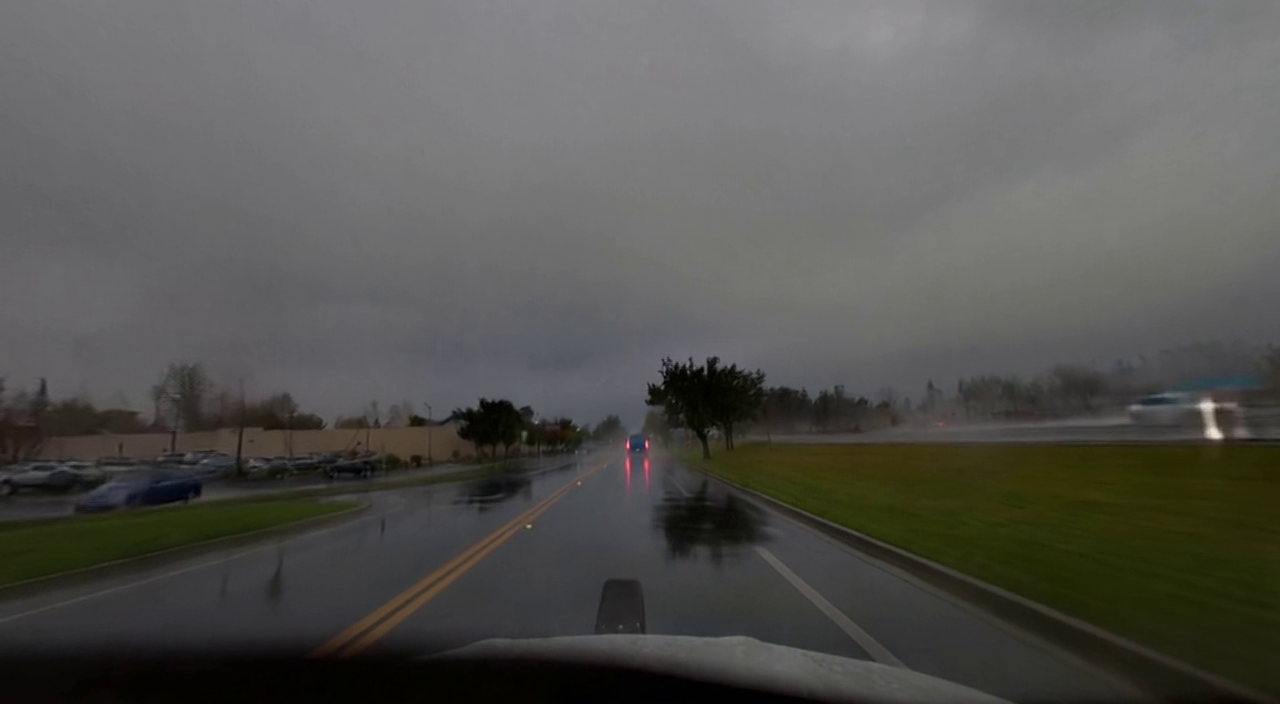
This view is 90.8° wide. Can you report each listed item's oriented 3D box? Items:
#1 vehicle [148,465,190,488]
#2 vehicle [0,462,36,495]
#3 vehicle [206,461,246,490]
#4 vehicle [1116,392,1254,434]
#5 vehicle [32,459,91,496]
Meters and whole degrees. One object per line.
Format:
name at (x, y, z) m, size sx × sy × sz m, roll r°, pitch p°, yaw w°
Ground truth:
vehicle at (-32.060, 8.444, 42.933) m, size 1.747 × 1.468 × 3.972 m, roll 7°, pitch -13°, yaw -42°
vehicle at (-37.806, 7.499, 37.629) m, size 2.047 × 1.746 × 4.461 m, roll 6°, pitch -10°, yaw -37°
vehicle at (-27.865, 8.239, 42.418) m, size 1.930 × 1.718 × 4.438 m, roll 6°, pitch -10°, yaw -35°
vehicle at (21.651, 2.504, 25.343) m, size 1.805 × 1.478 × 3.950 m, roll 0°, pitch -8°, yaw -5°
vehicle at (-34.533, 7.452, 37.834) m, size 2.050 × 1.938 × 4.789 m, roll 6°, pitch -10°, yaw -37°
